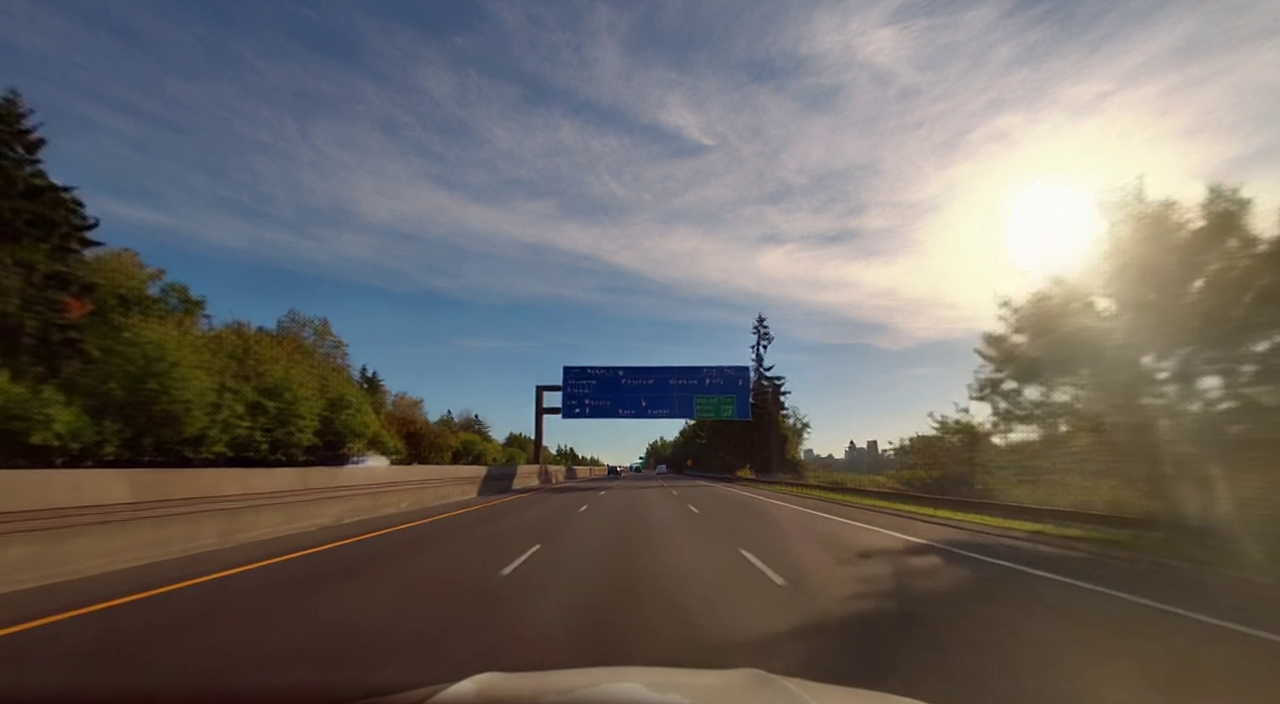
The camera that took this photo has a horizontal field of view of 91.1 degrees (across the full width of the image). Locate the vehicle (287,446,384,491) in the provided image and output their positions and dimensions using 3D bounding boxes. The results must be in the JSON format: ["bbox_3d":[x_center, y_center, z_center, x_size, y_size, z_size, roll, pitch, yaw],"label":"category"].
[{"bbox_3d":[-15.120,5.853,31.575,2.360,1.999,4.727,0,-10,1],"label":"vehicle"}]
